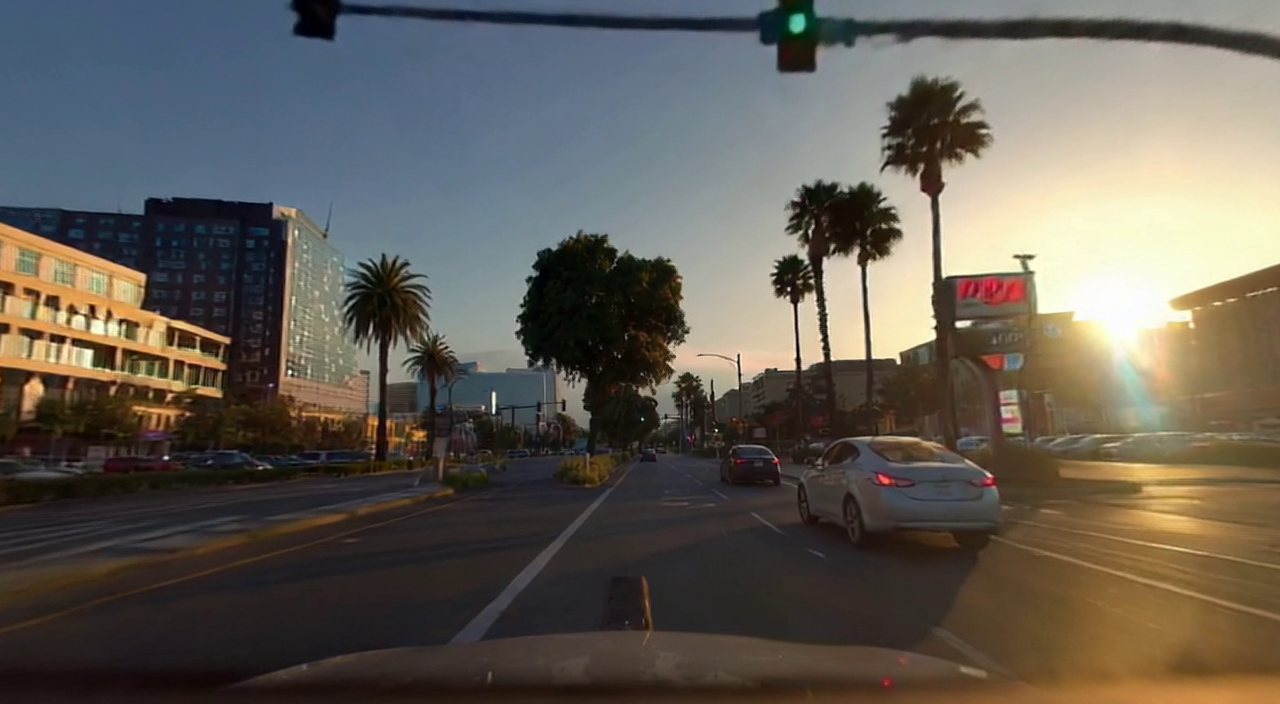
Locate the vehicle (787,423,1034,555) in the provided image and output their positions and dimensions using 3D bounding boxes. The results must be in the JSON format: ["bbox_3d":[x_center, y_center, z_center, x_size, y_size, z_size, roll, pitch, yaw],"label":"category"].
[{"bbox_3d":[3.683,1.938,9.571,1.931,1.534,4.126,-1,-9,1],"label":"vehicle"}]

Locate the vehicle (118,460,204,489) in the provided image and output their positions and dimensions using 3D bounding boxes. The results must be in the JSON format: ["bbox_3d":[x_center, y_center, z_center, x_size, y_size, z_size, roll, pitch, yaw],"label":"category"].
[{"bbox_3d":[-33.514,8.559,44.216,4.422,1.599,2.087,-4,-8,1],"label":"vehicle"}]

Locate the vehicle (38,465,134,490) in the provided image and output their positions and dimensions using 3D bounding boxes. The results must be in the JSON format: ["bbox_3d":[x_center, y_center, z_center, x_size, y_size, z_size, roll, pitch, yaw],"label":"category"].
[{"bbox_3d":[-36.365,8.240,41.445,4.500,1.448,1.901,-1,-8,1],"label":"vehicle"}]

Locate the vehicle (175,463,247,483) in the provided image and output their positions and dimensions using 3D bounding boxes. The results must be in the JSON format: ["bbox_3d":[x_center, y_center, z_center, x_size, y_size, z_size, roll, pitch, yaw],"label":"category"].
[{"bbox_3d":[-32.745,9.224,48.148,4.252,1.419,1.997,-2,-9,11],"label":"vehicle"}]

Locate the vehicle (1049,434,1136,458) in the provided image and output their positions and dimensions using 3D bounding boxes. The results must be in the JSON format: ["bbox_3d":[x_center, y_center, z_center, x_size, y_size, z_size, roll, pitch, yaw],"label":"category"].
[{"bbox_3d":[29.177,6.072,40.786,1.759,1.440,4.112,3,-9,-24],"label":"vehicle"}]

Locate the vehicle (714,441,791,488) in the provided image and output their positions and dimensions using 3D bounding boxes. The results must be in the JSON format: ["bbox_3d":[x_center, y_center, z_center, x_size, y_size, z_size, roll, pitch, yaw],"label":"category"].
[{"bbox_3d":[3.877,3.964,22.579,1.870,1.467,4.800,0,-9,0],"label":"vehicle"}]
